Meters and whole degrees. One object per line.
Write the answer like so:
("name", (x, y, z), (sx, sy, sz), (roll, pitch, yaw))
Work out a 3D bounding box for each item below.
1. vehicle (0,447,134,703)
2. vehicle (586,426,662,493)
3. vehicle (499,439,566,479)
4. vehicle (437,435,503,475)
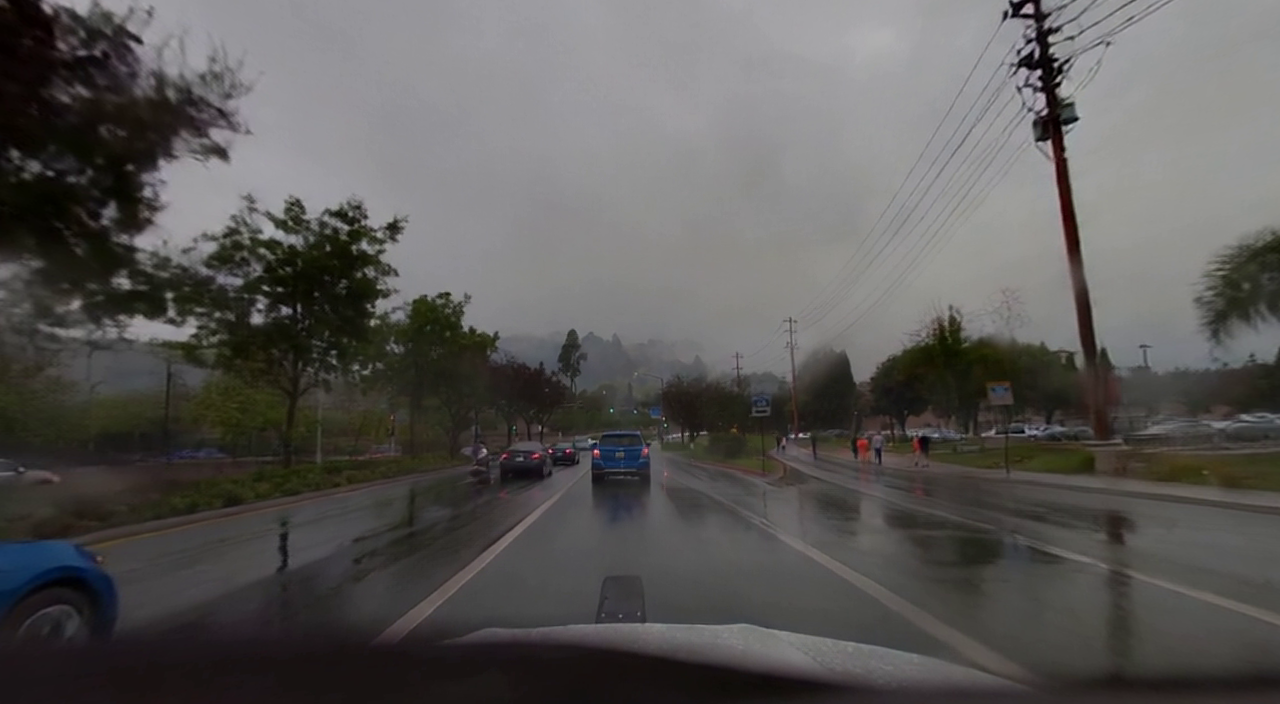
("vehicle", (-3.623, 0.823, 1.061), (1.865, 1.314, 4.461), (0, -9, 0))
("vehicle", (-0.488, 3.149, 18.798), (2.012, 1.769, 3.897), (0, -9, -2))
("vehicle", (-4.363, 4.420, 26.383), (2.087, 1.485, 4.452), (0, -9, -1))
("vehicle", (-7.398, 4.529, 27.904), (1.860, 1.634, 4.089), (0, -9, -2))
